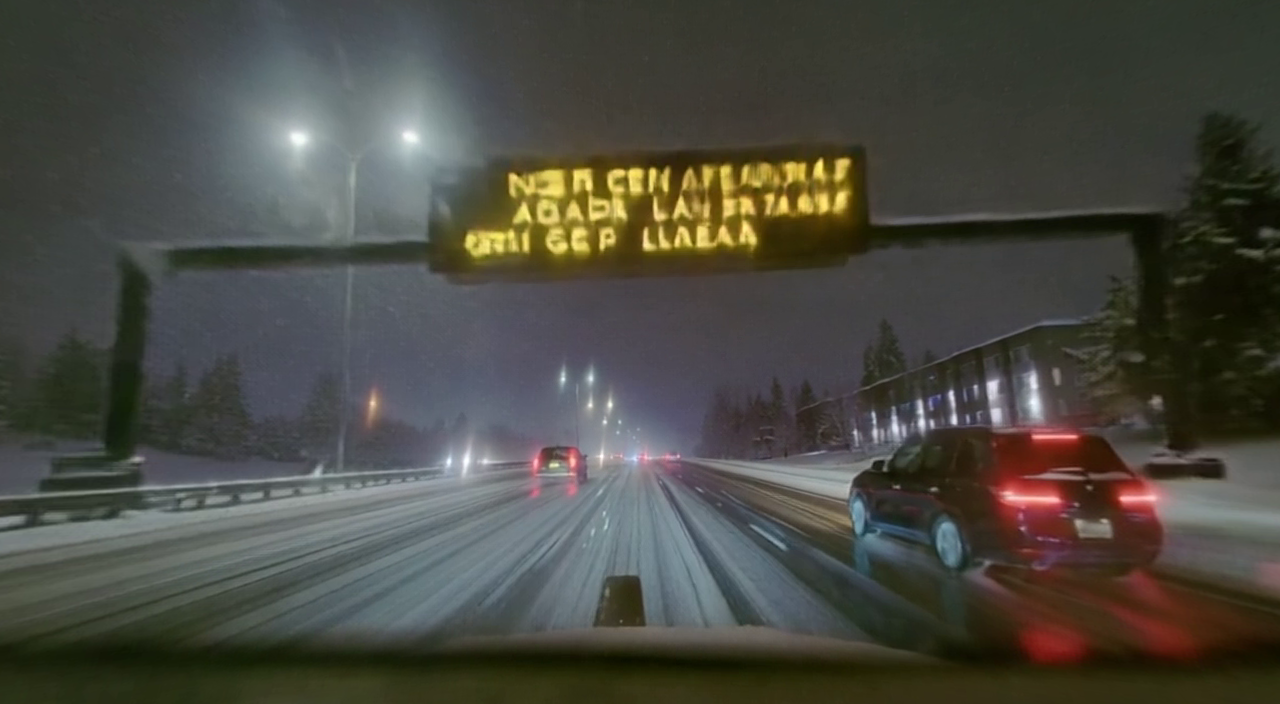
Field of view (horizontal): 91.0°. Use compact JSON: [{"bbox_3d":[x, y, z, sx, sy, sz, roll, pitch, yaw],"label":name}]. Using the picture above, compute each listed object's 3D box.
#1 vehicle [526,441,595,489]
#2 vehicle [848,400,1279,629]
[{"bbox_3d":[-3.095,4.533,25.558,2.075,1.721,4.763,0,-9,1],"label":"vehicle"},{"bbox_3d":[4.282,1.596,7.211,2.170,1.733,4.631,0,-9,0],"label":"vehicle"}]
